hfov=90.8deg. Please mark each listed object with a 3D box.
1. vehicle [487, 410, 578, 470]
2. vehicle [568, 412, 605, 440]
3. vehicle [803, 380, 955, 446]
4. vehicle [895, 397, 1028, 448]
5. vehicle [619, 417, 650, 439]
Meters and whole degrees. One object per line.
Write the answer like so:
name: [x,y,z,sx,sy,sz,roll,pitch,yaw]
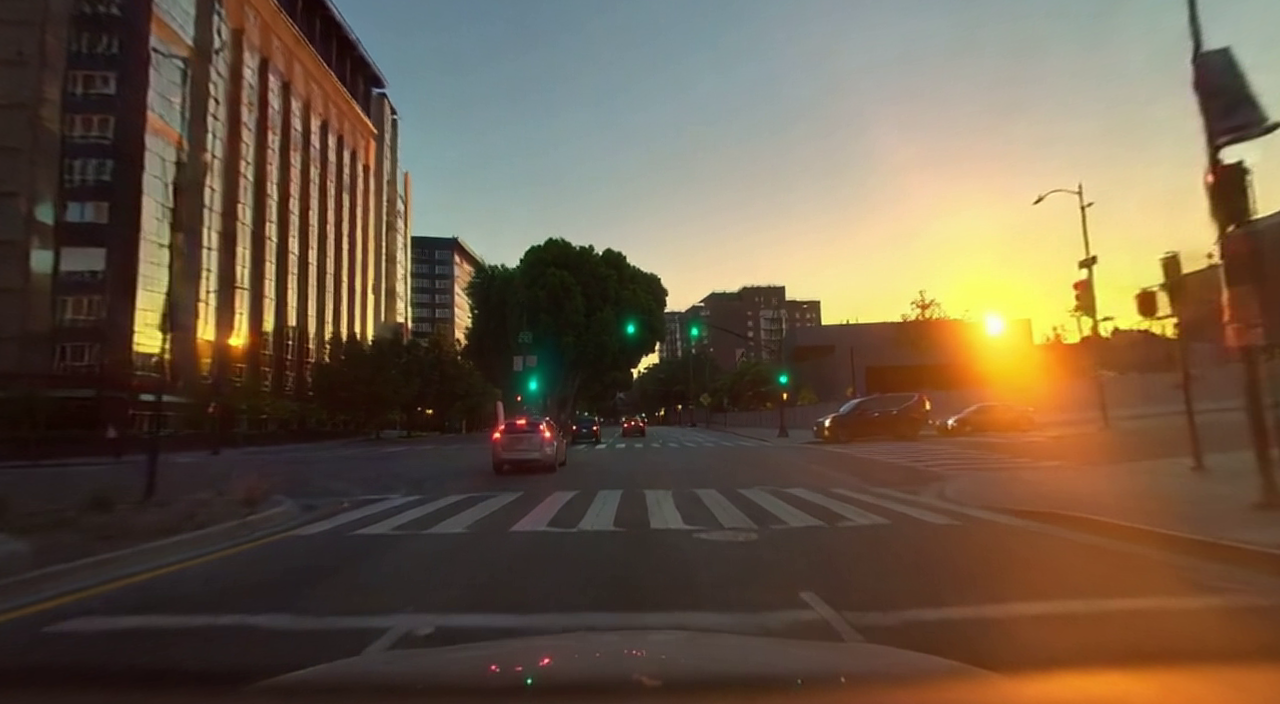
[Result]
vehicle: [-3.340,2.877,20.549,2.116,1.725,4.315,0,-8,1]
vehicle: [-3.649,5.198,43.896,2.152,1.802,4.628,0,-8,-1]
vehicle: [11.720,3.066,31.381,6.233,2.668,2.627,-4,-7,-3]
vehicle: [13.129,2.878,25.961,4.328,1.742,1.942,-3,-5,-1]
vehicle: [-0.441,5.459,45.049,2.095,1.438,3.843,0,-8,-1]
